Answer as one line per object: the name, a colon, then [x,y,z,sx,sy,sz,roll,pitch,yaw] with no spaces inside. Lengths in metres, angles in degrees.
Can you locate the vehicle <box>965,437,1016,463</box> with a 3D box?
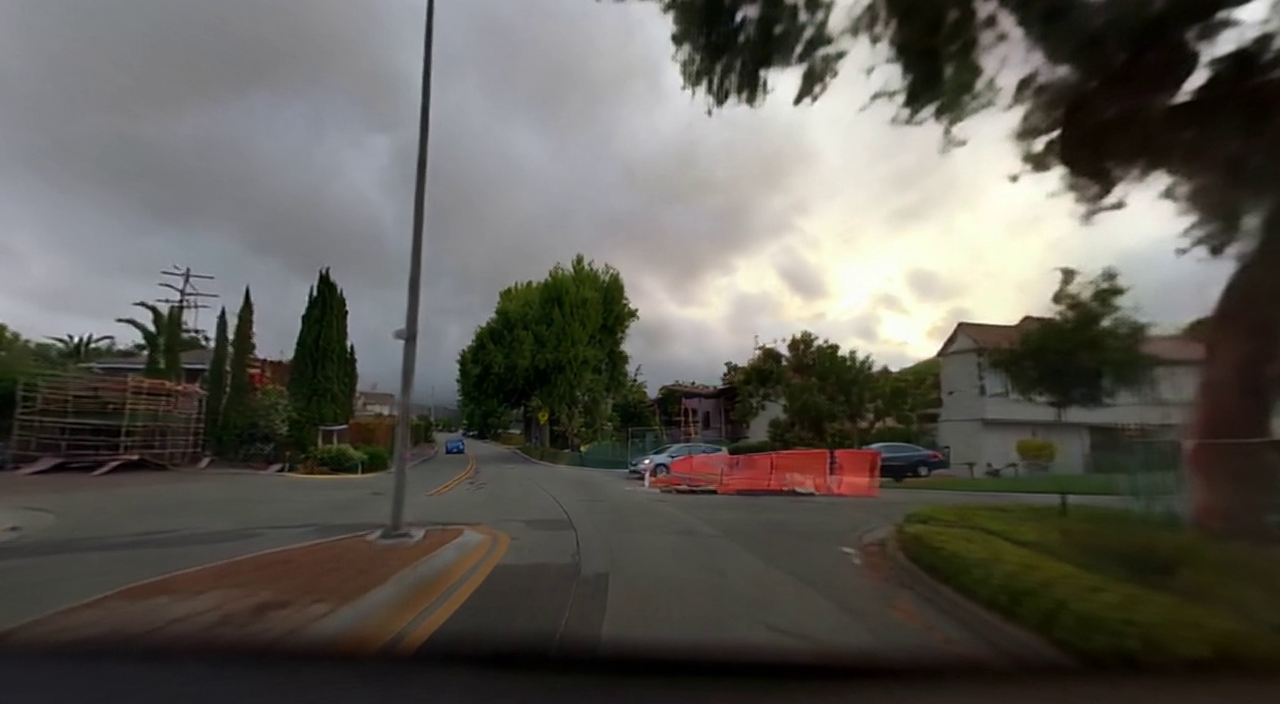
vehicle: [21.237,5.958,38.304,1.825,1.482,4.073,-2,-9,17]

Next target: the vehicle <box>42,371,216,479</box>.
vehicle: [-19.248,2.784,24.274,2.438,3.594,5.582,3,-6,-9]

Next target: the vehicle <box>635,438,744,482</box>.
vehicle: [1.817,4.081,23.871,3.772,1.531,1.949,2,-9,-8]

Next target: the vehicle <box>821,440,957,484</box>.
vehicle: [9.468,4.219,24.295,4.378,1.543,2.080,0,-9,2]
